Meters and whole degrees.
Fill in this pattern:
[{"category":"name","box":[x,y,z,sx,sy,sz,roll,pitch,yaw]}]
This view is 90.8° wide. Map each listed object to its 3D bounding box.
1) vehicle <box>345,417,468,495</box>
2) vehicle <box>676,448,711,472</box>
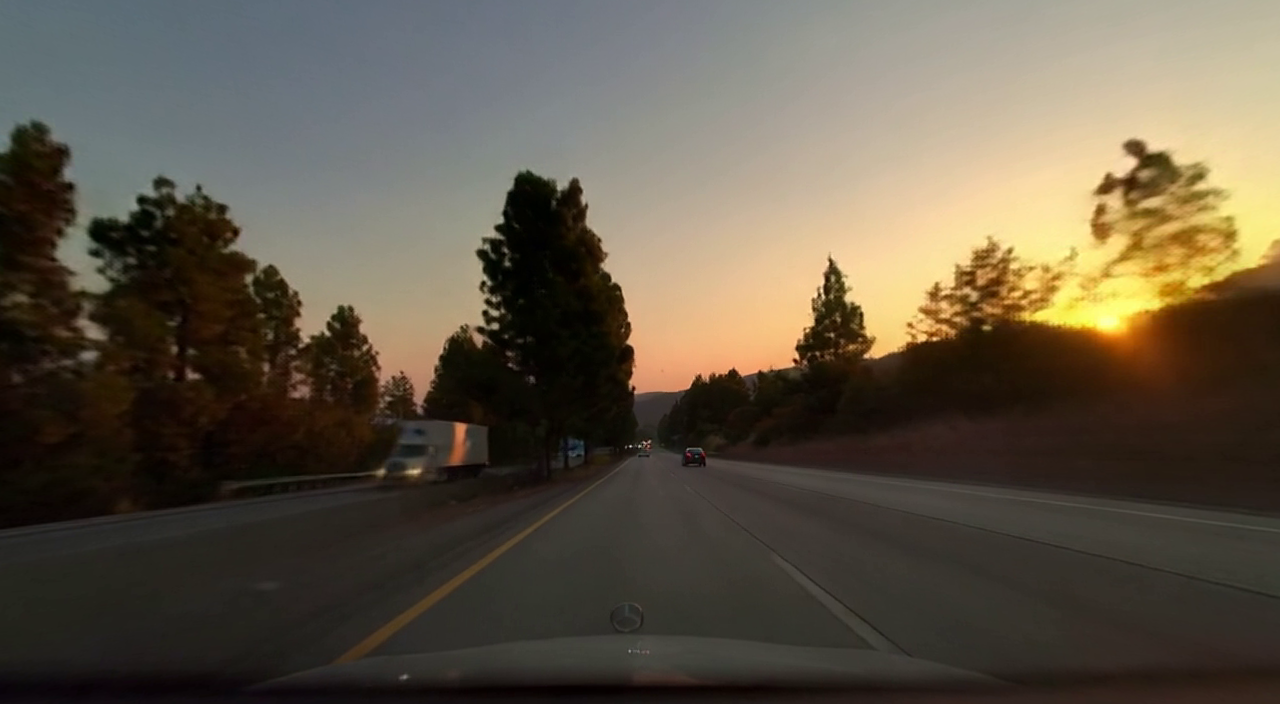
[{"category":"vehicle","box":[-12.242,5.610,34.332,2.922,3.619,9.476,0,-9,1]},{"category":"vehicle","box":[3.712,7.605,44.528,2.013,1.584,3.995,0,-9,-1]}]
